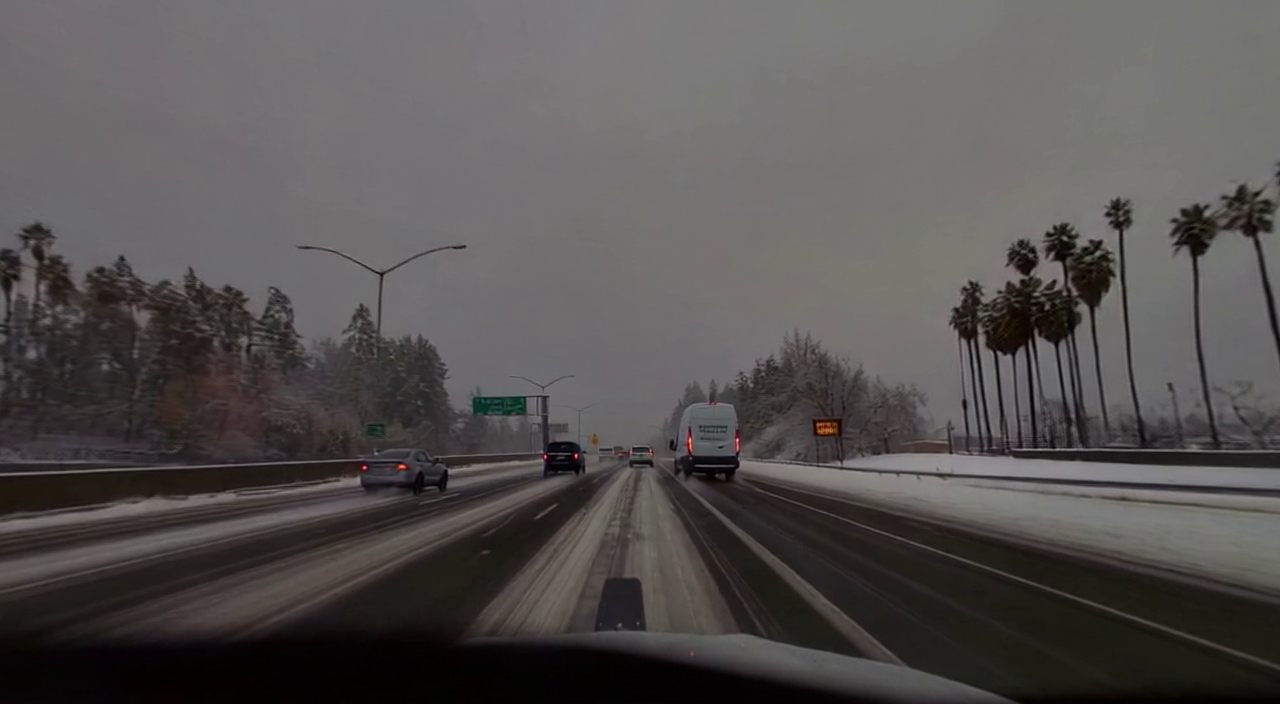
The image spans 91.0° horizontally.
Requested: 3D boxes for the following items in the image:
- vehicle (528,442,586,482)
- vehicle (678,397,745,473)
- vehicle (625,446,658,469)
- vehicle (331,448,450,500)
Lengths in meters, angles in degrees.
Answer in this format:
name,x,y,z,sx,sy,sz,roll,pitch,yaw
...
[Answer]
name,x,y,z,sx,sy,sz,roll,pitch,yaw
vehicle,-3.692,4.951,28.679,2.017,1.683,4.094,0,-9,1
vehicle,4.015,5.011,37.418,3.086,3.984,8.371,0,-9,1
vehicle,0.098,7.090,42.444,2.085,1.507,4.096,0,-9,0
vehicle,-7.905,3.876,20.497,2.050,1.487,4.372,0,-9,1
